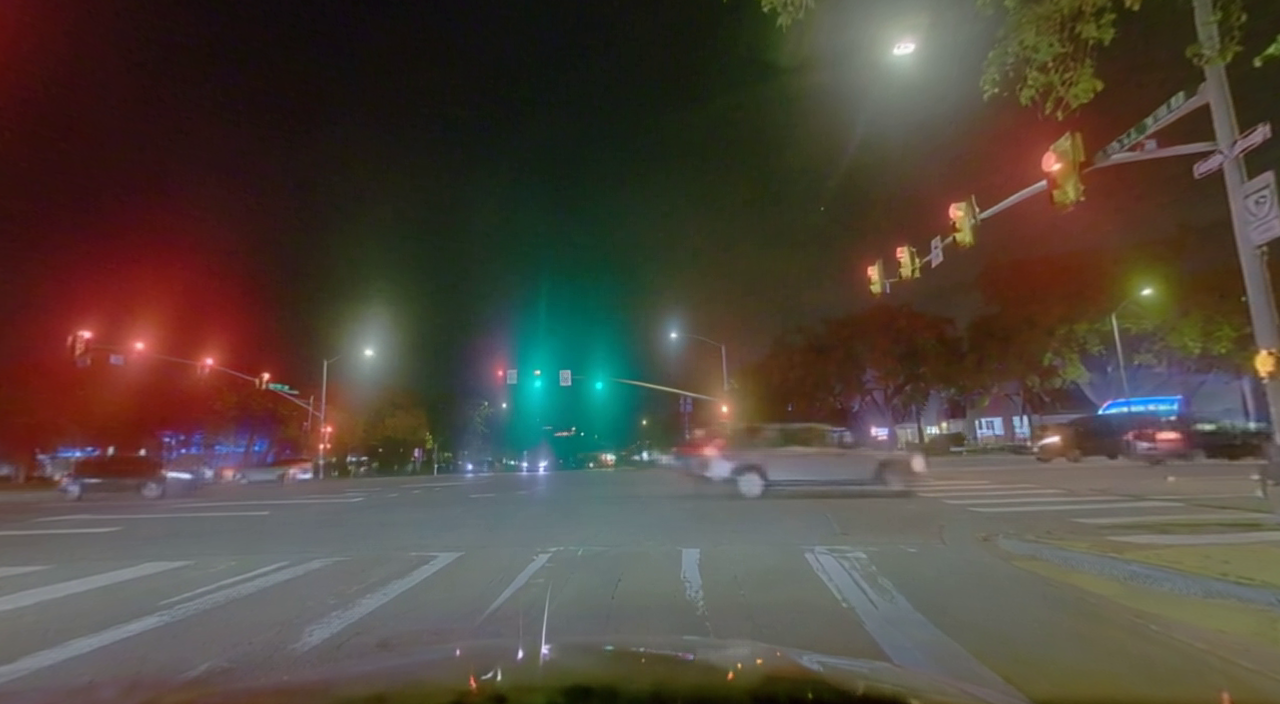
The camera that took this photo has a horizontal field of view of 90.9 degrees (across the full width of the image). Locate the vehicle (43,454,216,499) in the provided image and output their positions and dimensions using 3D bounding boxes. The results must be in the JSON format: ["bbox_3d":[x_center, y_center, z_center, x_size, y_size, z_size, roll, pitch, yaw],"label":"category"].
[{"bbox_3d":[-17.832,4.324,22.131,4.650,1.448,1.892,-1,-9,6],"label":"vehicle"}]

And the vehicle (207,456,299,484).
[{"bbox_3d":[-23.230,7.105,37.936,4.397,1.582,1.820,-1,-9,6],"label":"vehicle"}]

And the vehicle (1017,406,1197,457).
[{"bbox_3d":[17.423,3.028,23.770,4.987,1.780,1.996,-1,-9,6],"label":"vehicle"}]

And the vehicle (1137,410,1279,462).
[{"bbox_3d":[18.202,2.543,19.019,4.606,1.479,1.821,-1,-9,7],"label":"vehicle"}]

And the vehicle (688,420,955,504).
[{"bbox_3d":[3.417,2.183,12.669,4.808,1.517,1.806,-1,-9,6],"label":"vehicle"}]
